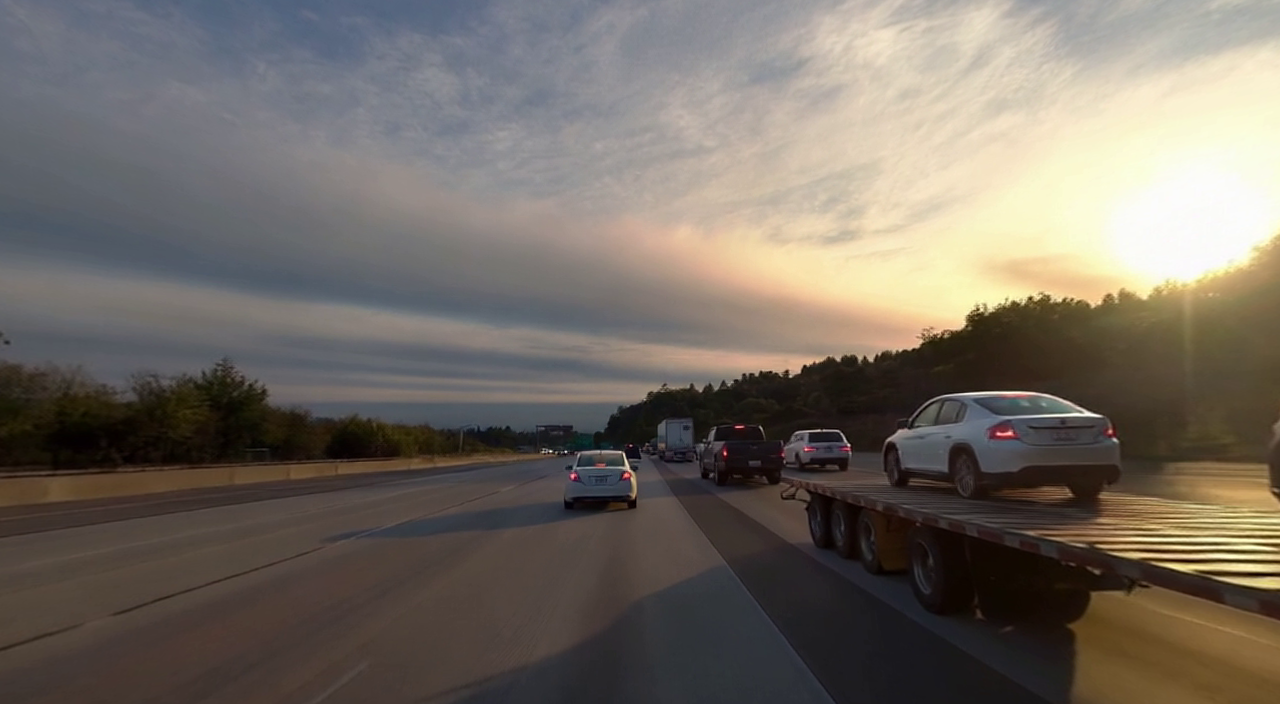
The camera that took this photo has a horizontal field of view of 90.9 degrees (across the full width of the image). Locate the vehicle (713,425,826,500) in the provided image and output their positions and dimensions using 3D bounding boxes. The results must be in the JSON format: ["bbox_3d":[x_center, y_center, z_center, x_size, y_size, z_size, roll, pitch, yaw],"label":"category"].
[{"bbox_3d":[3.536,3.115,18.056,2.303,1.889,3.920,0,-9,-1],"label":"vehicle"}]

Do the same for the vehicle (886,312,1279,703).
[{"bbox_3d":[3.438,0.981,3.926,1.959,1.783,4.407,0,-9,-1],"label":"vehicle"}]

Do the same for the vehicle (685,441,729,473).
[{"bbox_3d":[3.738,5.940,35.834,1.938,1.660,4.223,0,-9,-1],"label":"vehicle"}]

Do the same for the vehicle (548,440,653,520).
[{"bbox_3d":[-0.732,2.707,13.765,1.991,1.466,3.675,0,-9,0],"label":"vehicle"}]
